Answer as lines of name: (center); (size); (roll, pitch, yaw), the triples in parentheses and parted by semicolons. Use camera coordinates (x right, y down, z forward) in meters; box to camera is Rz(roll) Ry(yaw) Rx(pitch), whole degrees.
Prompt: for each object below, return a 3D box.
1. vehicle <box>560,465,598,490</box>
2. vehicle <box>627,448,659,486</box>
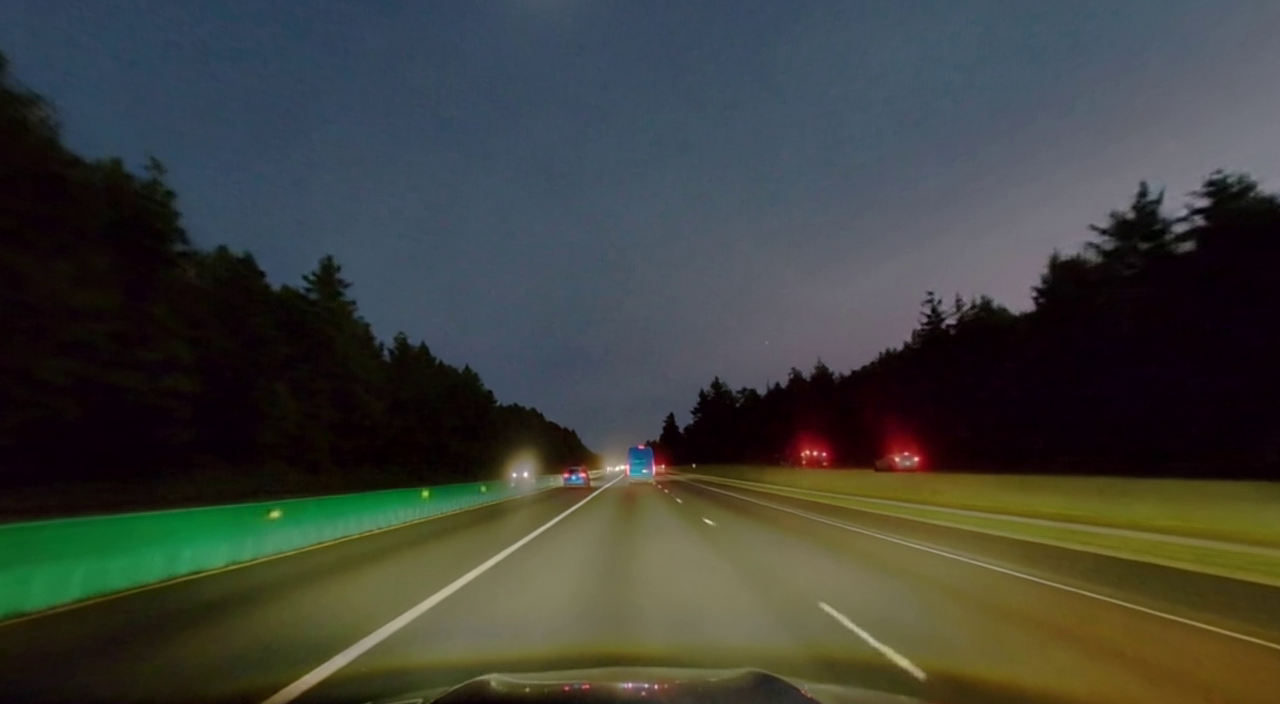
vehicle: (-3.826, 7.935, 40.006); (2.038, 1.490, 4.391); (1, -11, -1)
vehicle: (0.179, 9.096, 49.669); (2.382, 2.752, 5.333); (1, -11, -1)
